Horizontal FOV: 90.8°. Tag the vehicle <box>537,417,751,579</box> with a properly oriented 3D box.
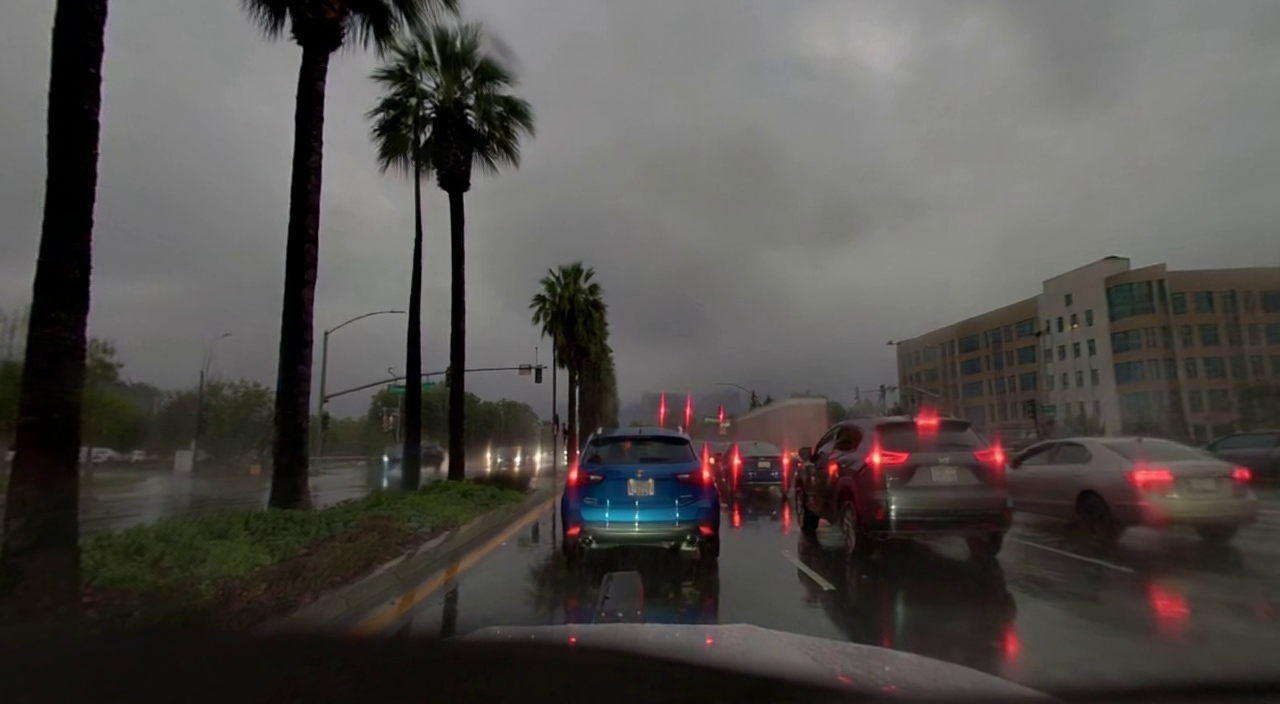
[{"bbox_3d":[0.030,1.736,8.253,2.083,1.572,4.021,0,-9,0],"label":"vehicle"}]

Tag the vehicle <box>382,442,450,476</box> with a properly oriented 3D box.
[{"bbox_3d":[-12.491,5.980,35.605,2.180,1.776,4.521,0,-9,0],"label":"vehicle"}]

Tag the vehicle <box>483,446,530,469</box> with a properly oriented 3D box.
[{"bbox_3d":[-9.172,7.304,43.877,2.168,1.462,4.505,0,-9,1],"label":"vehicle"}]

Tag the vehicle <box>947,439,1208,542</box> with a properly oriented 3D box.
[{"bbox_3d":[7.368,2.328,11.254,1.832,1.477,3.981,0,-9,1],"label":"vehicle"}]

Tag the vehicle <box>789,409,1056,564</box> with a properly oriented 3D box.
[{"bbox_3d":[3.668,1.824,9.218,1.947,1.725,4.159,0,-9,0],"label":"vehicle"}]

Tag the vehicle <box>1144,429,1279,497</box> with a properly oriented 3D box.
[{"bbox_3d":[18.056,3.211,18.449,4.786,1.848,2.107,0,-9,-1],"label":"vehicle"}]
